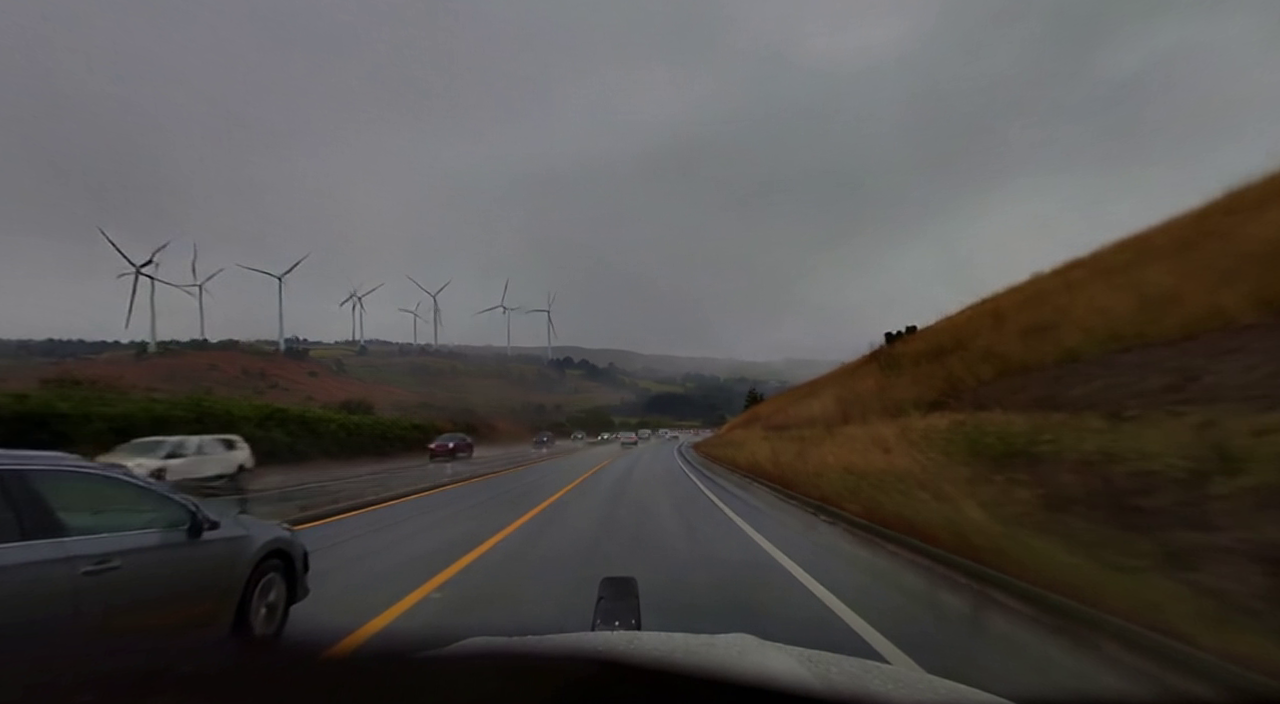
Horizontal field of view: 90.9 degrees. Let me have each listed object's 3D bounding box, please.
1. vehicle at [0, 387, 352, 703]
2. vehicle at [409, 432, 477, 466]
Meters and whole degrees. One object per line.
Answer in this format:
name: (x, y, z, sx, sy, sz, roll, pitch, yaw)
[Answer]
vehicle: (-2.886, 0.841, 1.961, 1.918, 1.443, 4.422, 0, -8, -1)
vehicle: (-9.228, 4.552, 29.860, 1.823, 1.509, 4.008, 0, -8, 2)
